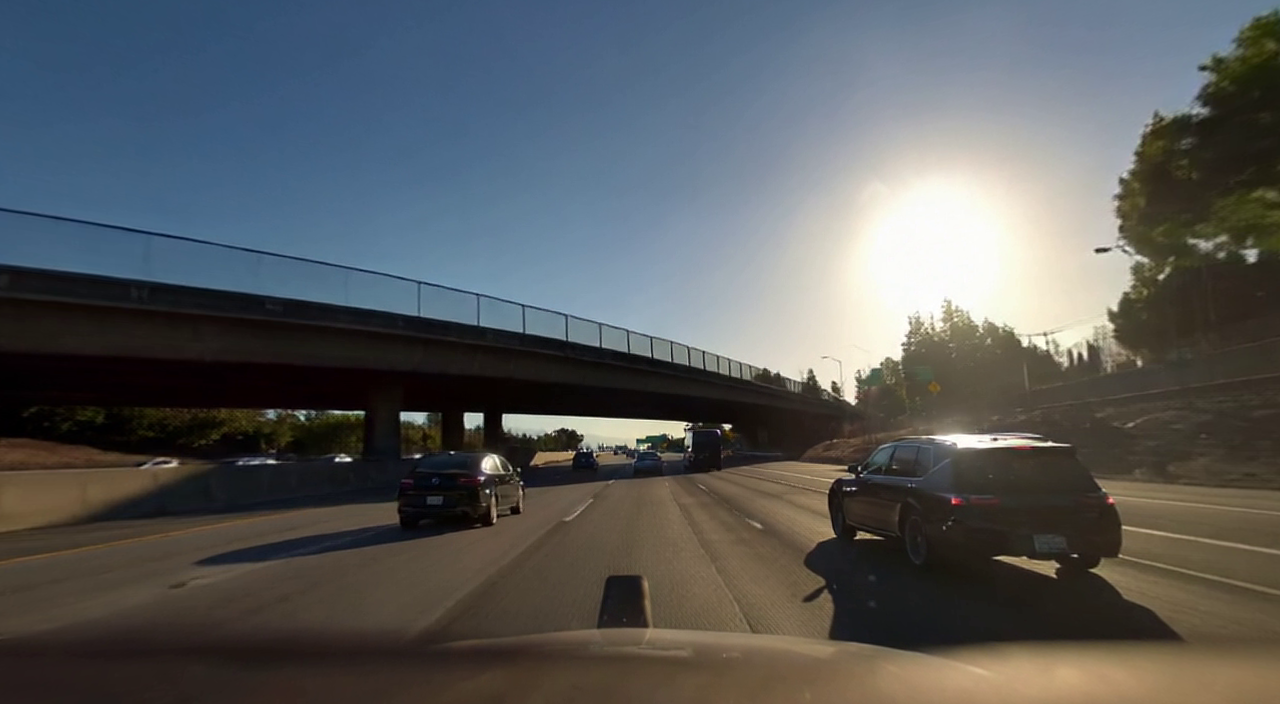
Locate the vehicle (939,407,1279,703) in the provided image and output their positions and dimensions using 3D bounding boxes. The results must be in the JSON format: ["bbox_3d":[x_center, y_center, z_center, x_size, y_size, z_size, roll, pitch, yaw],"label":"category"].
[{"bbox_3d":[4.157,1.224,4.221,2.085,1.558,4.466,0,-8,0],"label":"vehicle"}]

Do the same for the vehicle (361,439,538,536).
[{"bbox_3d":[-3.451,2.522,12.362,2.137,1.562,3.926,-1,-8,2],"label":"vehicle"}]

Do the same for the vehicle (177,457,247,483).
[{"bbox_3d":[-26.422,7.289,39.059,1.654,1.420,3.804,0,-9,0],"label":"vehicle"}]

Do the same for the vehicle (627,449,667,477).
[{"bbox_3d":[0.407,6.394,36.494,2.174,1.467,4.005,0,-8,0],"label":"vehicle"}]

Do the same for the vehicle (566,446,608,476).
[{"bbox_3d":[-3.198,6.654,38.853,2.078,1.706,4.298,-1,-8,2],"label":"vehicle"}]

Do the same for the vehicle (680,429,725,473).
[{"bbox_3d":[4.237,6.851,43.836,2.436,2.745,6.607,0,-8,0],"label":"vehicle"}]

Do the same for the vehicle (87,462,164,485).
[{"bbox_3d":[-36.582,8.622,44.965,1.681,1.437,4.488,0,-8,1],"label":"vehicle"}]
